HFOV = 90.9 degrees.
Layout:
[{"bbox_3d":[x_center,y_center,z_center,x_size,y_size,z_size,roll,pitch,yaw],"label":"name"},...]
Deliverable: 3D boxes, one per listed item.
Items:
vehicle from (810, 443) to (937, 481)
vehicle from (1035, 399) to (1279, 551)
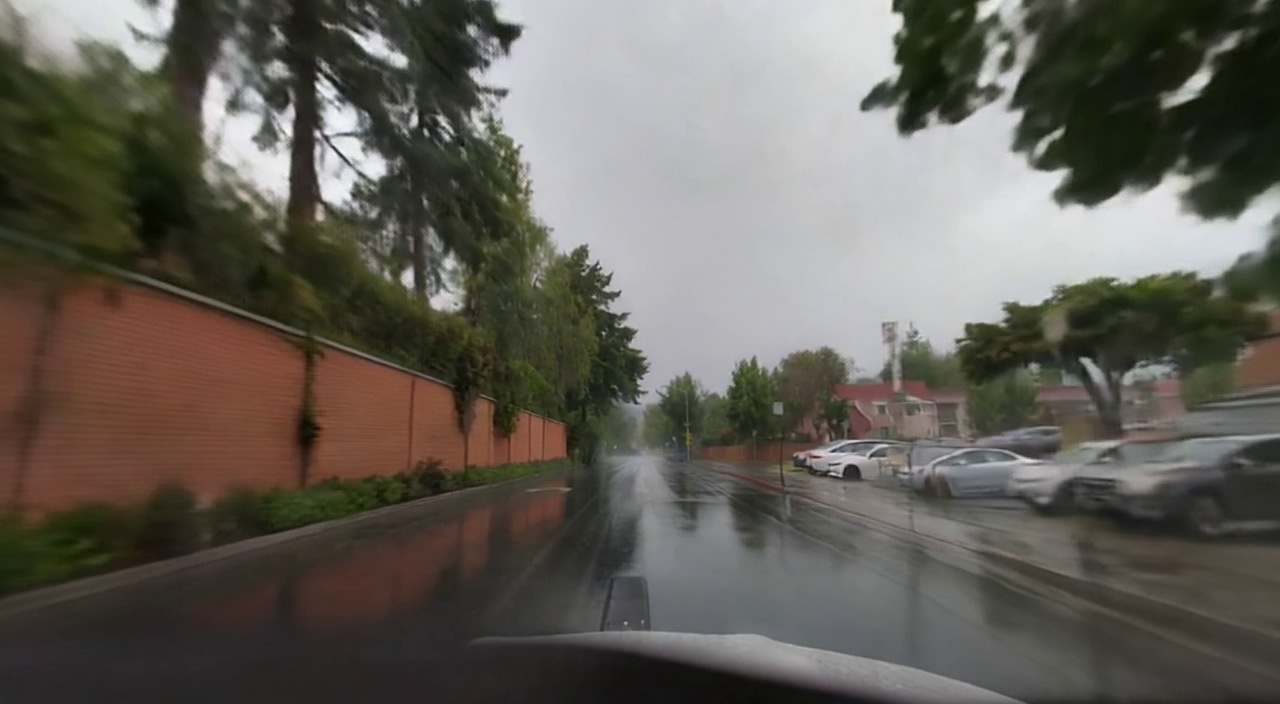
[{"bbox_3d":[9.497,4.528,25.911,4.309,1.442,2.145,0,-9,-1],"label":"vehicle"},{"bbox_3d":[10.027,1.971,10.240,5.544,2.115,2.380,1,-8,3],"label":"vehicle"}]
